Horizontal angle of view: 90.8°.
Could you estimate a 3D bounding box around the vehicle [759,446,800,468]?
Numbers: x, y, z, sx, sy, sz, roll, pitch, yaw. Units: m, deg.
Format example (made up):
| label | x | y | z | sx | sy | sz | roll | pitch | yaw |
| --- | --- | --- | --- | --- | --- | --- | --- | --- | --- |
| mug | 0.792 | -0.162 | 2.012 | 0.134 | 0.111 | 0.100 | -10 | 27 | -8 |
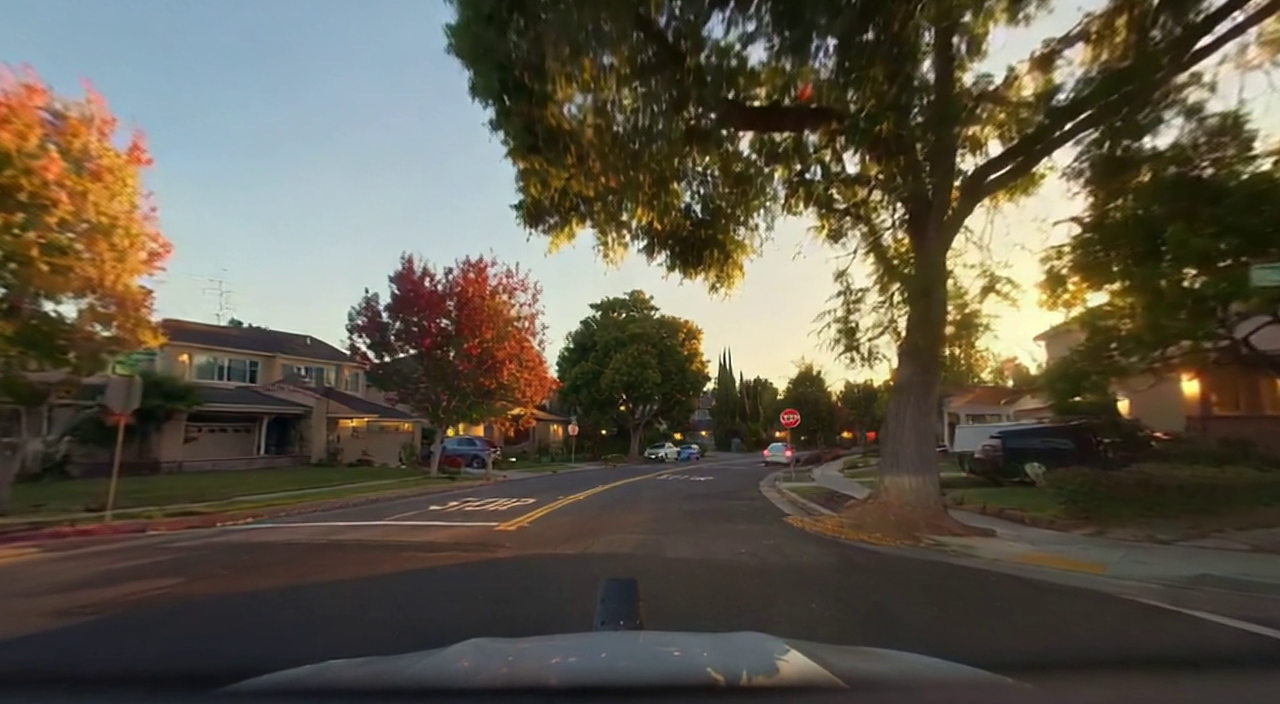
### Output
| label | x | y | z | sx | sy | sz | roll | pitch | yaw |
| --- | --- | --- | --- | --- | --- | --- | --- | --- | --- |
| vehicle | 10.065 | 7.498 | 45.298 | 2.045 | 1.478 | 4.914 | -4 | -9 | 22 |
